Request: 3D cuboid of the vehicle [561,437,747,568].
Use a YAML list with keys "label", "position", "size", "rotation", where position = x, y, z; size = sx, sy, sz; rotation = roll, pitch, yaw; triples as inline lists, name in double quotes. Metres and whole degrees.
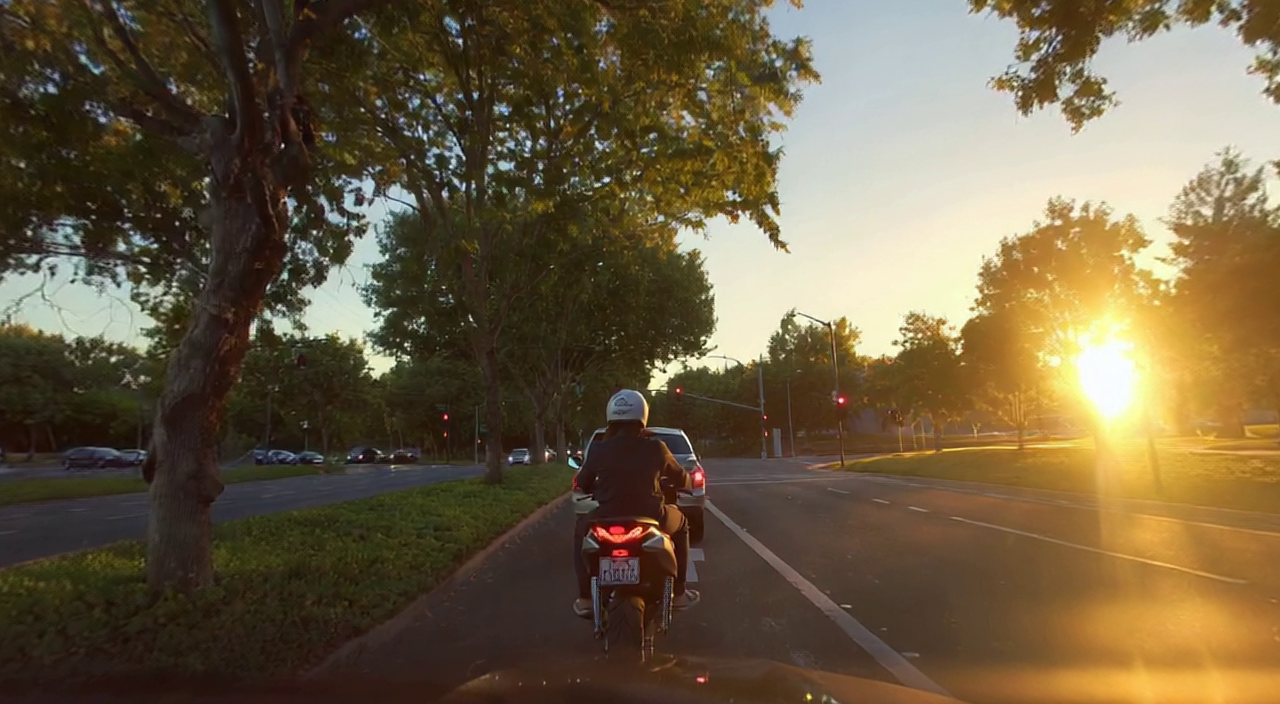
- label: "vehicle"
  position: [0.120, 2.024, 9.405]
  size: [2.093, 1.450, 4.437]
  rotation: [0, -8, -1]
